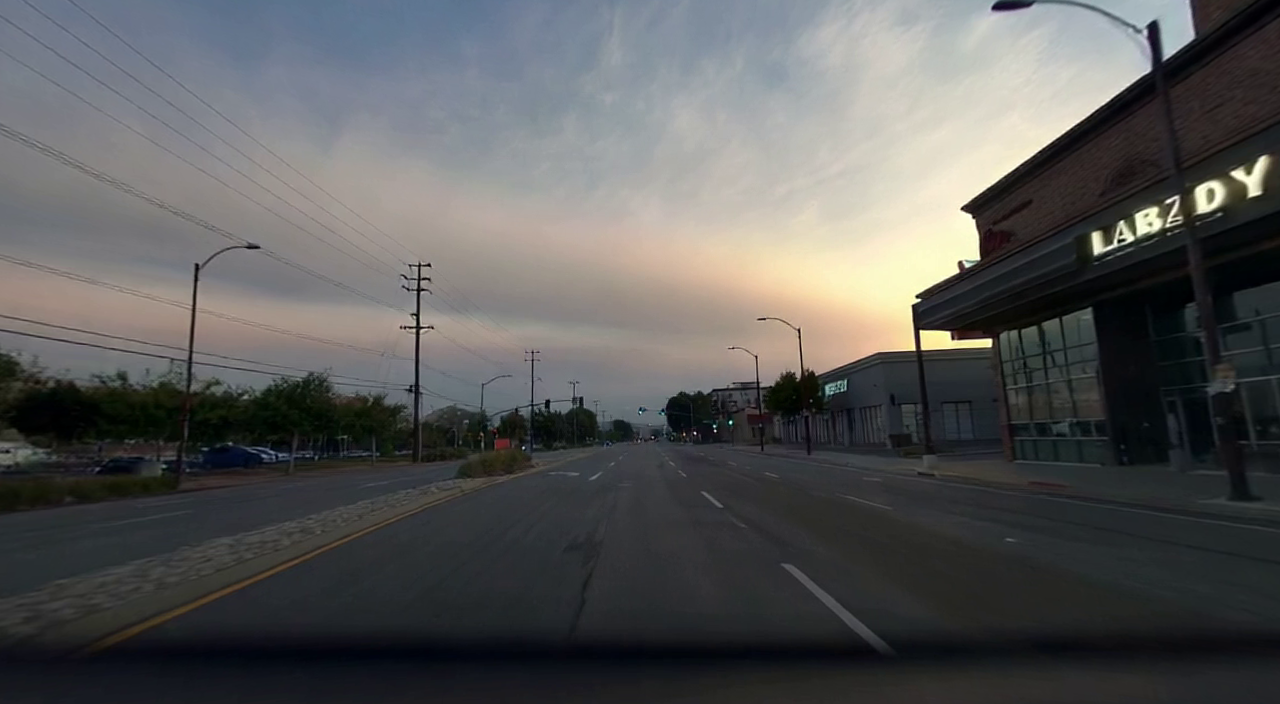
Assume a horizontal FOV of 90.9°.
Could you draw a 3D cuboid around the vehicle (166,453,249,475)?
[{"bbox_3d":[-29.854,7.734,43.561,4.417,1.449,1.887,0,-8,3],"label":"vehicle"}]
